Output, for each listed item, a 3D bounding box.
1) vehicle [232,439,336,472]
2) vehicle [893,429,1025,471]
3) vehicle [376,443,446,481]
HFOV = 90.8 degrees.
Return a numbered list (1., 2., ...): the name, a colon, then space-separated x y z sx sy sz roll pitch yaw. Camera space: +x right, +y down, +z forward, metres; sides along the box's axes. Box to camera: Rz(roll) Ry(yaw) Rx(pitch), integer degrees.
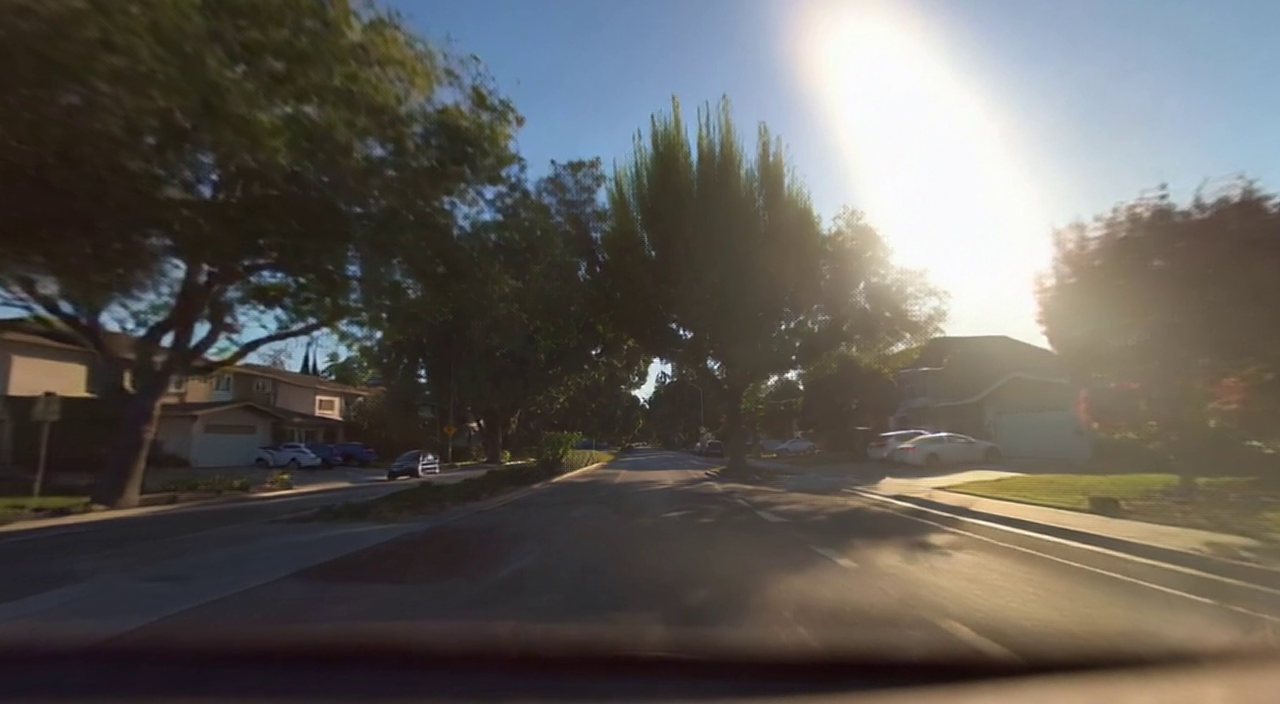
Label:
1. vehicle: -21.111 6.128 37.590 4.830 1.857 2.183 -1 -9 2
2. vehicle: 14.224 4.412 28.425 4.775 1.524 1.983 -4 -9 3
3. vehicle: -11.380 5.498 31.736 2.020 1.691 4.308 -2 -10 -2
